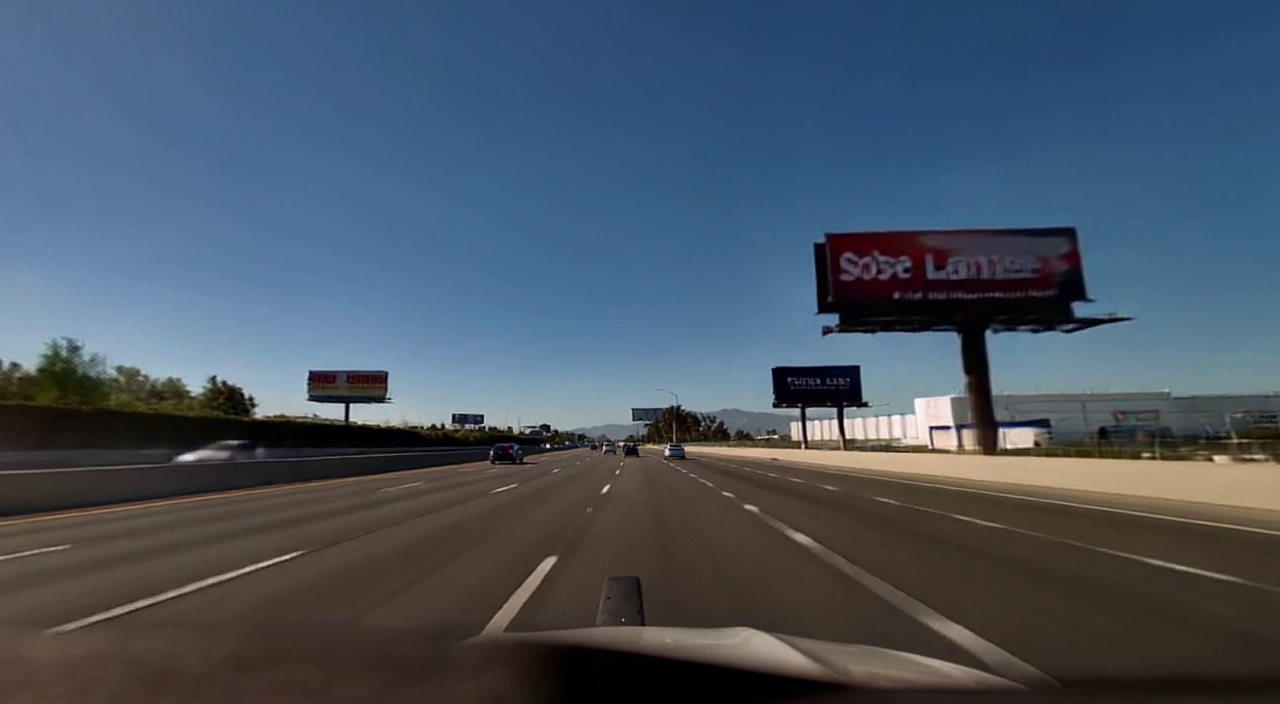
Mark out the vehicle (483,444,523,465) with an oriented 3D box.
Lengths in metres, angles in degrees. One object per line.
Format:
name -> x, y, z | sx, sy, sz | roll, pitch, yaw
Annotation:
vehicle -> -10.231, 7.668, 47.200 | 1.974, 1.513, 4.584 | 0, -9, 0

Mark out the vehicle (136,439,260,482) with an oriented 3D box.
vehicle -> -18.565, 4.550, 26.670 | 1.962, 1.636, 4.485 | 0, -9, 1
